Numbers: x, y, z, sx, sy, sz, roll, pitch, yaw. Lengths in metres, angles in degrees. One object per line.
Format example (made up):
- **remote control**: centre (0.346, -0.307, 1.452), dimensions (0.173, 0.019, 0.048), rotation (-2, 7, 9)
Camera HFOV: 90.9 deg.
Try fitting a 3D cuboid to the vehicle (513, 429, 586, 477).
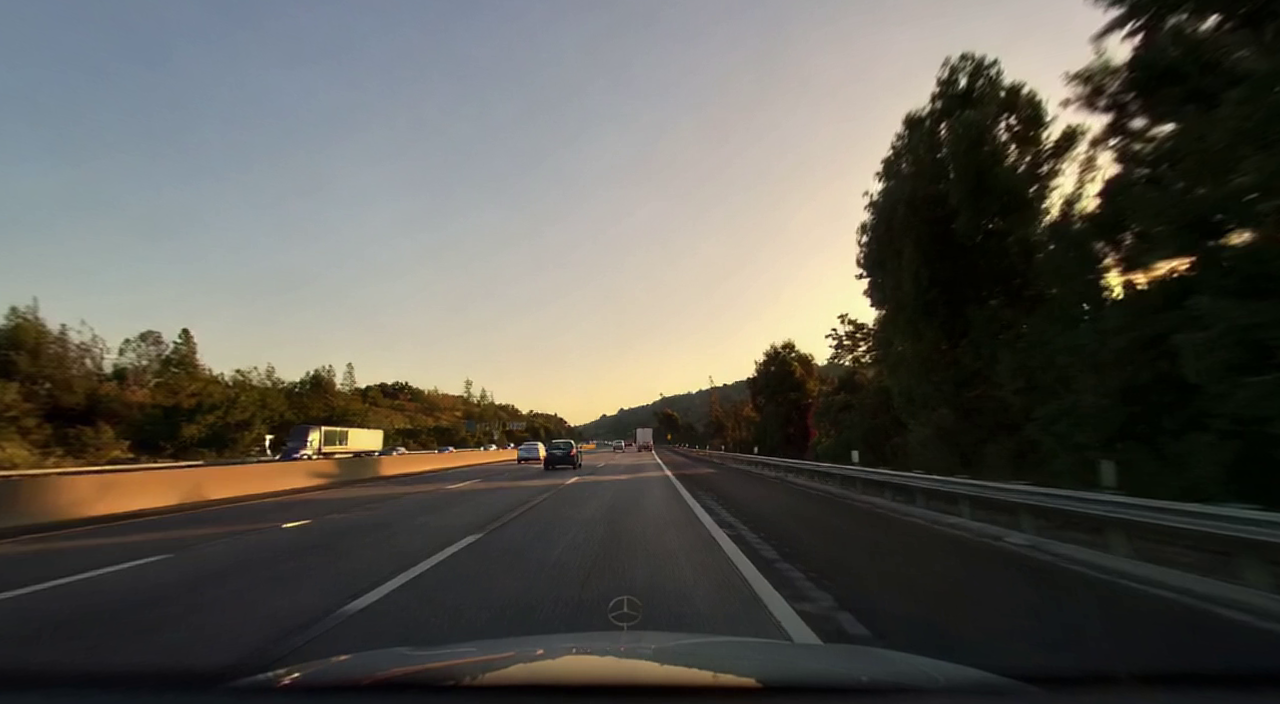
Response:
- **vehicle**: centre (-3.669, 4.221, 26.478), dimensions (2.283, 1.802, 4.810), rotation (0, -8, 1)
